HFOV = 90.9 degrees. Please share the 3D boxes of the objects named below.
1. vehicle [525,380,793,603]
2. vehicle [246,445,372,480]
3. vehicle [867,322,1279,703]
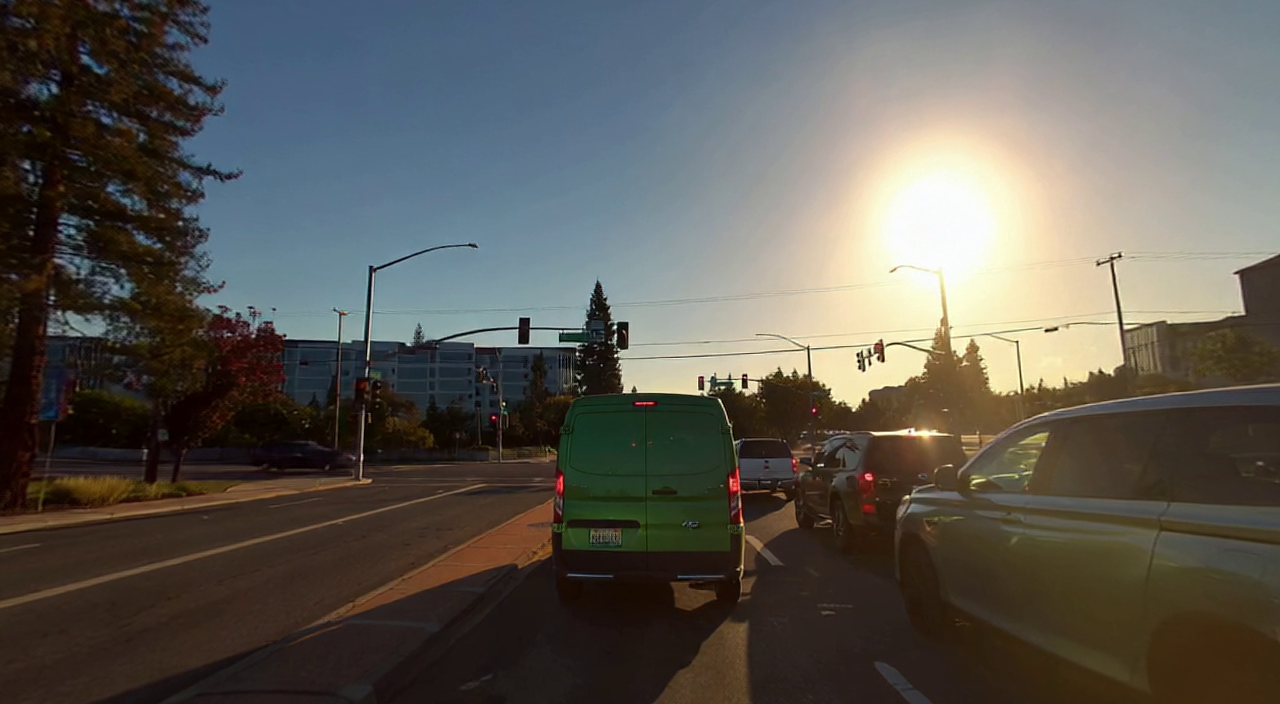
[{"bbox_3d":[0.167,1.466,7.442,2.185,1.822,4.391,0,-8,0],"label":"vehicle"},{"bbox_3d":[-15.448,5.164,29.618,4.789,1.514,1.866,1,-8,-5],"label":"vehicle"},{"bbox_3d":[2.898,0.948,3.183,1.971,1.663,4.287,0,-8,1],"label":"vehicle"}]
